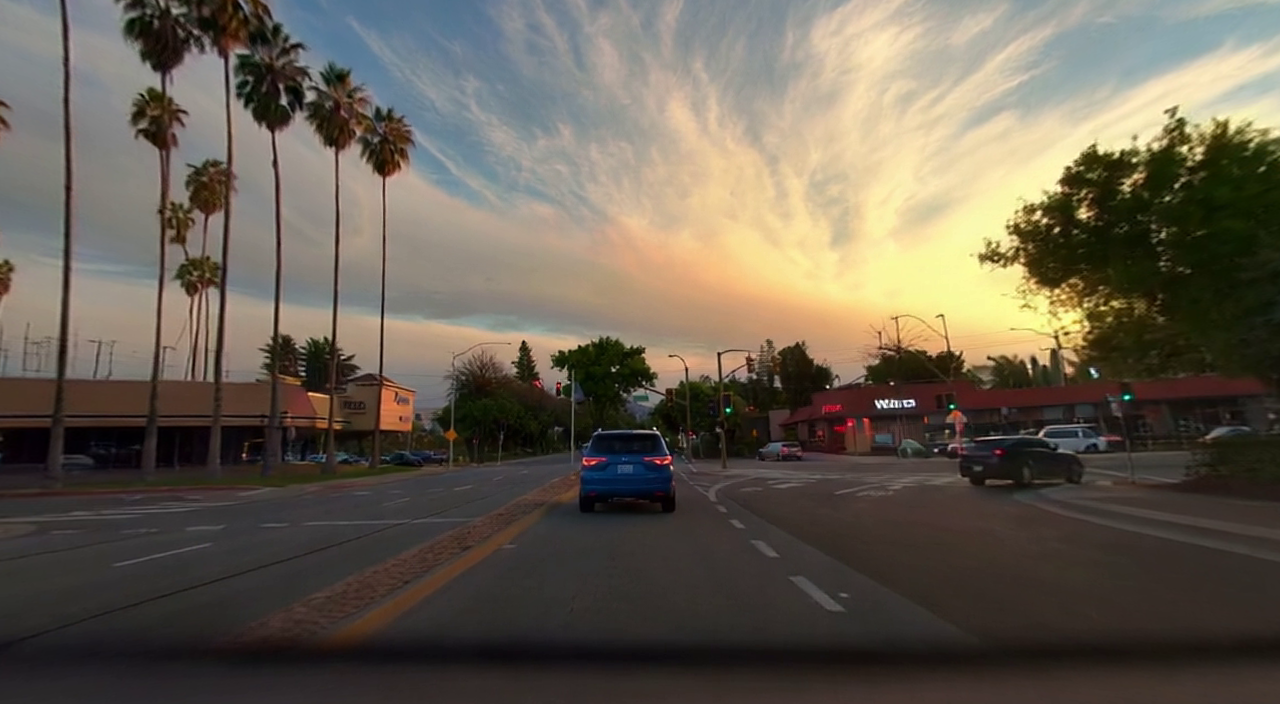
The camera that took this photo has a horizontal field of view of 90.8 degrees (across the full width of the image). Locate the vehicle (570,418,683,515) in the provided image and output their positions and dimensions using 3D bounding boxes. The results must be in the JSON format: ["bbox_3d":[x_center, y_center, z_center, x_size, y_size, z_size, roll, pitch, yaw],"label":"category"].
[{"bbox_3d":[-0.211,2.665,15.127,2.263,1.932,4.709,-1,-9,2],"label":"vehicle"}]

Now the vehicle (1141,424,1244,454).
[{"bbox_3d":[32.387,5.143,37.202,4.167,1.655,1.841,-6,-10,32],"label":"vehicle"}]

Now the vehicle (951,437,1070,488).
[{"bbox_3d":[12.918,3.781,21.949,4.542,1.560,2.086,7,-11,-40],"label":"vehicle"}]

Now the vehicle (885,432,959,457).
[{"bbox_3d":[21.647,7.128,48.610,4.852,1.847,1.983,-6,-10,33],"label":"vehicle"}]
